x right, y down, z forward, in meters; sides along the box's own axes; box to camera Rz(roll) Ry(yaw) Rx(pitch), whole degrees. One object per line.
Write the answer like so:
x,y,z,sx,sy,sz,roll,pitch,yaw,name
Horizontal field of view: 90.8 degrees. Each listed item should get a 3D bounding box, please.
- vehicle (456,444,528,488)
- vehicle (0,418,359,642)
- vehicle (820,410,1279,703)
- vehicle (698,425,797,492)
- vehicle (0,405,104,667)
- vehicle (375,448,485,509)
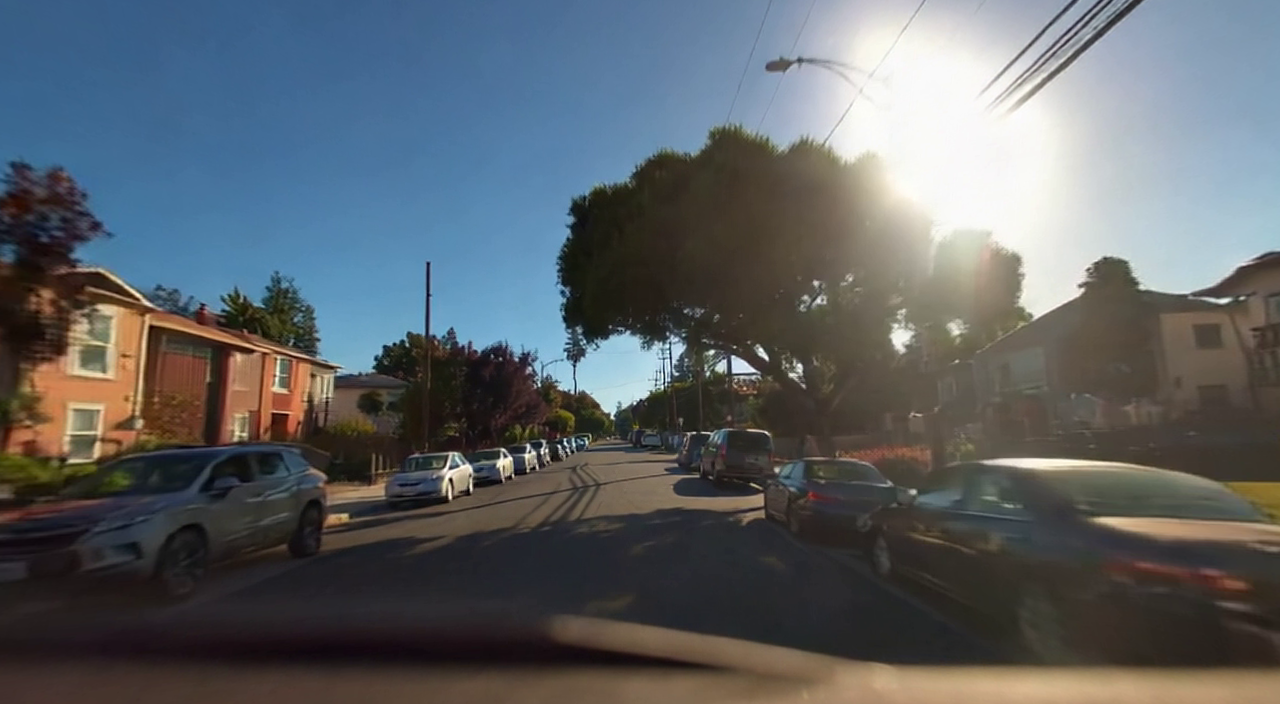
-6.383,4.929,27.791,1.924,1.525,4.688,-5,-8,0,vehicle
-5.883,2.013,8.372,2.096,1.966,4.944,-4,-8,-1,vehicle
3.292,1.428,5.094,2.126,1.448,4.853,0,-11,-1,vehicle
3.276,3.398,20.450,2.107,1.866,5.199,0,-9,-2,vehicle
-5.872,1.088,2.702,2.184,1.958,5.757,0,-9,-1,vehicle
-6.406,3.863,19.977,2.002,1.585,5.080,-1,-8,-3,vehicle
